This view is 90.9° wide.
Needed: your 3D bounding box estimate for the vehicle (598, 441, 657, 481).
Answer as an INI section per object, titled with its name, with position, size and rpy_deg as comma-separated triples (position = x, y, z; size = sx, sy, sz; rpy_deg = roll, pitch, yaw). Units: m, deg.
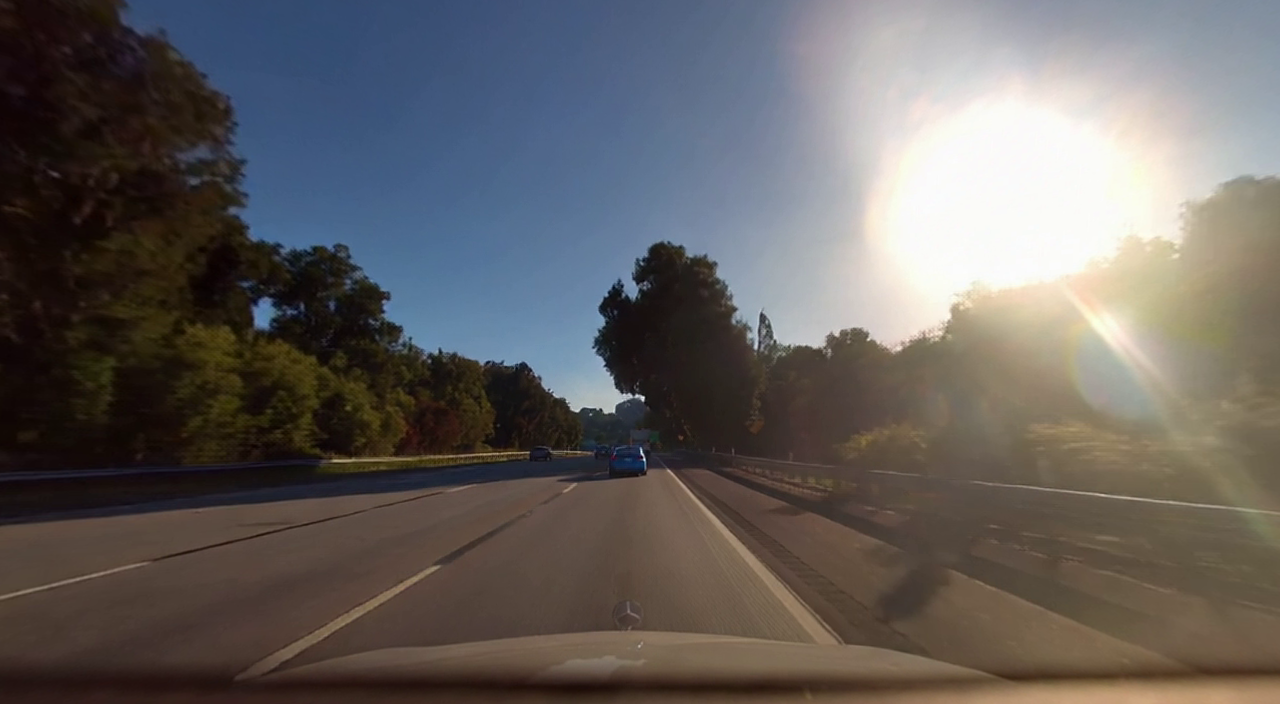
[vehicle]
position = -0.469, 4.422, 25.781
size = 2.238, 1.479, 3.672
rpy_deg = 0, -9, 0
